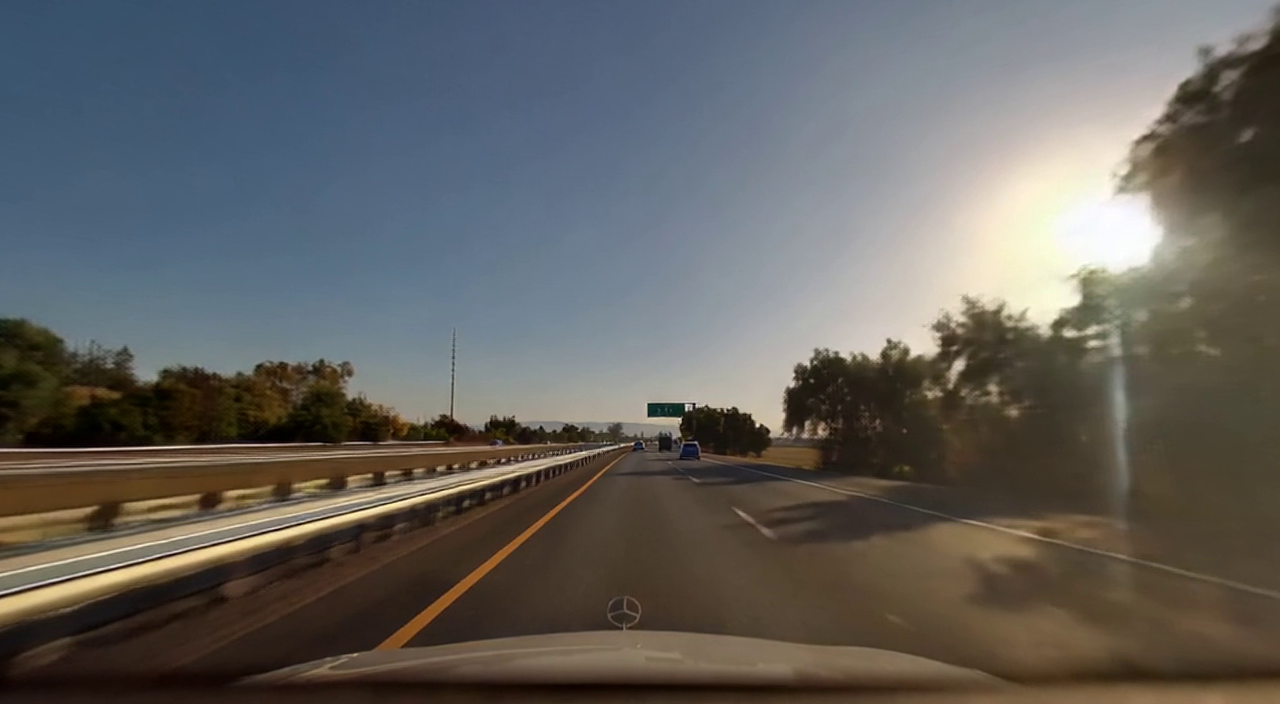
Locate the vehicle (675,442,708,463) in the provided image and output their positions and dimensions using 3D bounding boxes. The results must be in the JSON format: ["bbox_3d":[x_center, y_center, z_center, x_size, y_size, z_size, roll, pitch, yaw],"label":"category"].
[{"bbox_3d":[3.817,7.547,47.305,2.044,1.527,4.658,0,-8,0],"label":"vehicle"}]
